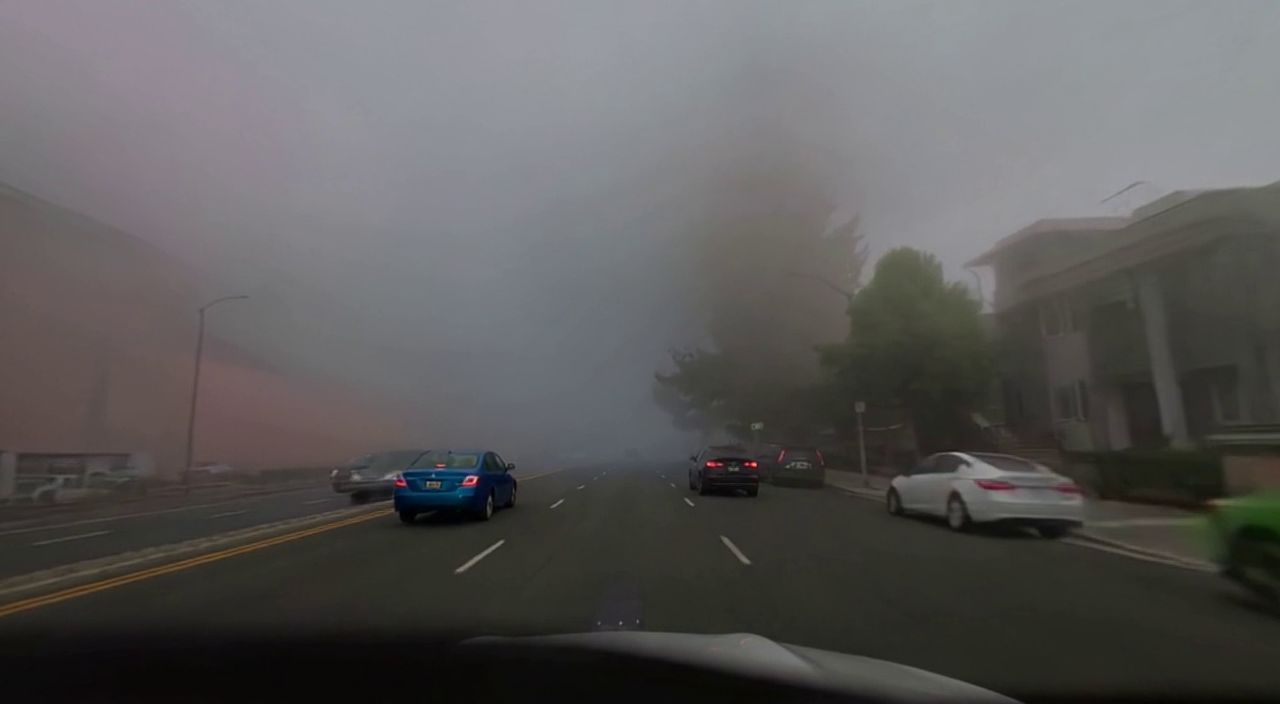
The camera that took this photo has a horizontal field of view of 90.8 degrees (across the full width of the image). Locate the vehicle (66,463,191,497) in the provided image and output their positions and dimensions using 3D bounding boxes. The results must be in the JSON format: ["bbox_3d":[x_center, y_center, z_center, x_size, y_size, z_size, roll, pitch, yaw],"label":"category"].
[{"bbox_3d":[-24.163,6.038,29.955,4.398,1.486,1.837,-1,-9,3],"label":"vehicle"}]

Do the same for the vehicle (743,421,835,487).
[{"bbox_3d":[5.904,4.145,25.880,2.394,2.400,5.209,0,-9,-1],"label":"vehicle"}]

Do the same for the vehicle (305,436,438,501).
[{"bbox_3d":[-8.490,3.706,20.586,2.098,1.807,5.024,0,-9,0],"label":"vehicle"}]

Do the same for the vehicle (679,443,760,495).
[{"bbox_3d":[2.454,3.750,20.649,1.978,1.471,4.426,0,-9,-1],"label":"vehicle"}]

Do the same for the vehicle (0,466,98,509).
[{"bbox_3d":[-23.976,5.145,24.083,4.816,1.482,1.995,-1,-9,3],"label":"vehicle"}]

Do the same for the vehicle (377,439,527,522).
[{"bbox_3d":[-3.877,2.711,13.882,2.062,1.527,4.044,0,-9,0],"label":"vehicle"}]

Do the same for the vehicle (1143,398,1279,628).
[{"bbox_3d":[6.056,1.048,3.554,2.085,1.782,5.258,0,-9,0],"label":"vehicle"}]

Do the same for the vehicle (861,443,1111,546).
[{"bbox_3d":[5.845,2.424,11.524,1.905,1.471,4.596,0,-9,-1],"label":"vehicle"}]
